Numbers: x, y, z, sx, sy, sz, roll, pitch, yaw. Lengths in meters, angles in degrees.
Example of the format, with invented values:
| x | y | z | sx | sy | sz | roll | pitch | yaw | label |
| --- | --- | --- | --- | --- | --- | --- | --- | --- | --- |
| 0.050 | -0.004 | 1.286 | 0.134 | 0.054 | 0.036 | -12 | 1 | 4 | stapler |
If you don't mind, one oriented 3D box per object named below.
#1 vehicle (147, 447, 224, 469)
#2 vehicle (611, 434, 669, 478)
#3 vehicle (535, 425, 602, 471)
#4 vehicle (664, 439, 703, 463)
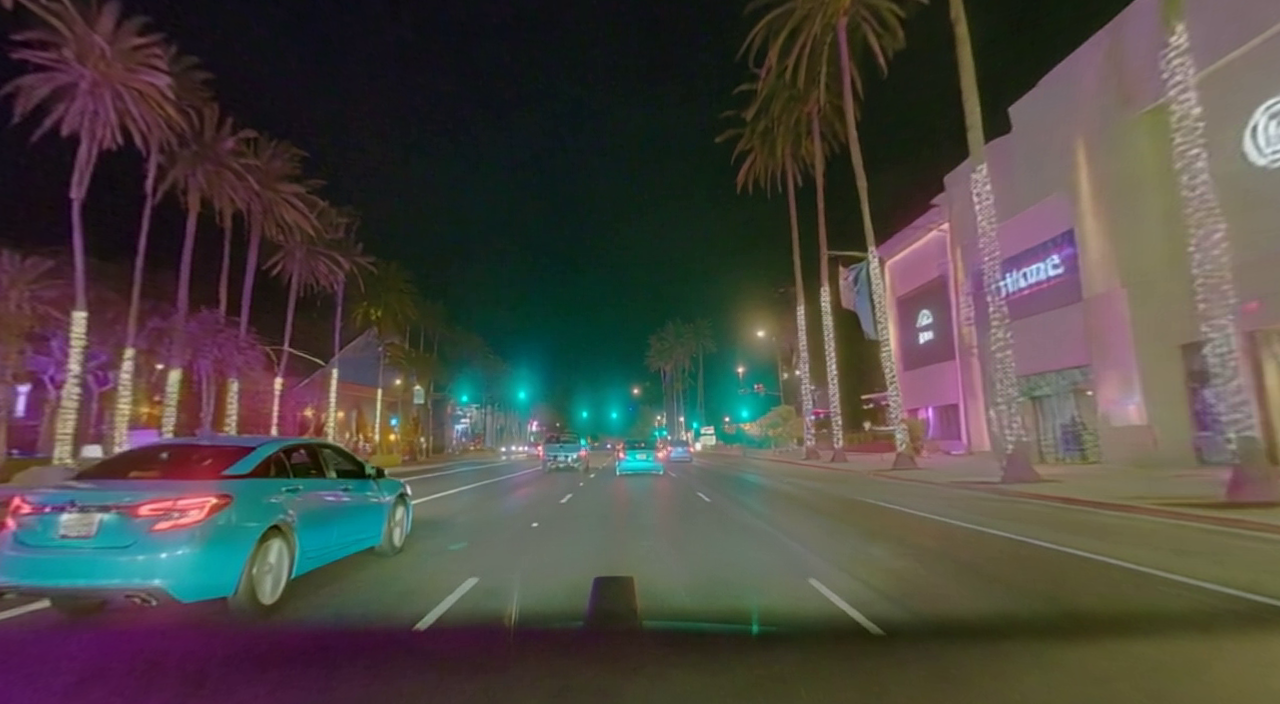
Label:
| x | y | z | sx | sy | sz | roll | pitch | yaw | label |
| --- | --- | --- | --- | --- | --- | --- | --- | --- | --- |
| -34.698 | 8.072 | 48.336 | 4.278 | 1.652 | 2.100 | -1 | -9 | 3 | vehicle |
| -0.039 | 4.177 | 25.583 | 2.160 | 1.615 | 4.117 | 0 | -9 | -1 | vehicle |
| -3.389 | 4.781 | 31.433 | 2.672 | 2.064 | 5.681 | 0 | -9 | 0 | vehicle |
| 2.814 | 6.575 | 41.972 | 2.085 | 1.482 | 4.491 | 0 | -9 | -2 | vehicle |
